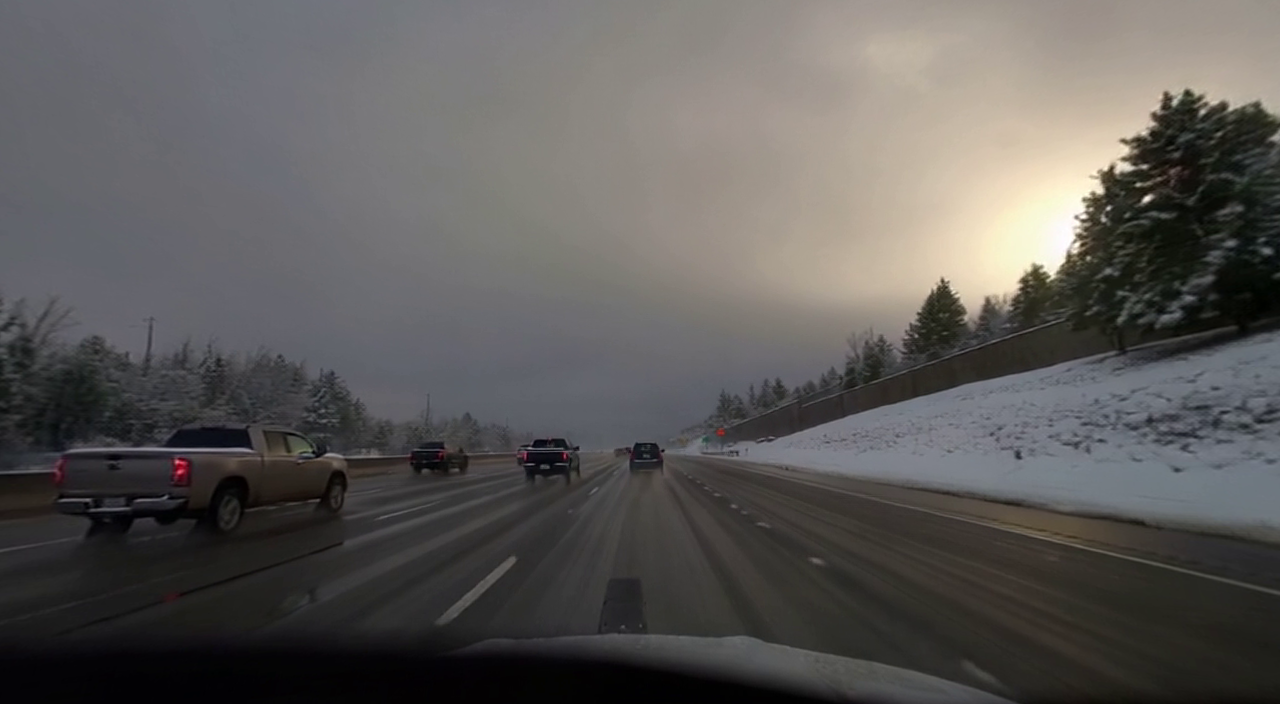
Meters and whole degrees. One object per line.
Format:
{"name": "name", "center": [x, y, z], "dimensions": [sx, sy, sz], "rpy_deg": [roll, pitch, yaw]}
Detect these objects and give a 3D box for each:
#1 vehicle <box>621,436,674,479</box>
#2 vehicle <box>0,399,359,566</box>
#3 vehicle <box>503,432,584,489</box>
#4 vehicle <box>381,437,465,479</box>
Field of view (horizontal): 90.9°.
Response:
{"name": "vehicle", "center": [0.327, 4.834, 29.067], "dimensions": [2.233, 1.804, 4.273], "rpy_deg": [0, -9, 0]}
{"name": "vehicle", "center": [-6.651, 1.855, 9.743], "dimensions": [2.108, 1.856, 5.214], "rpy_deg": [0, -9, 1]}
{"name": "vehicle", "center": [-3.325, 3.852, 22.709], "dimensions": [2.093, 1.820, 4.506], "rpy_deg": [0, -9, 1]}
{"name": "vehicle", "center": [-10.715, 5.274, 31.695], "dimensions": [2.230, 1.928, 5.333], "rpy_deg": [0, -9, 1]}
